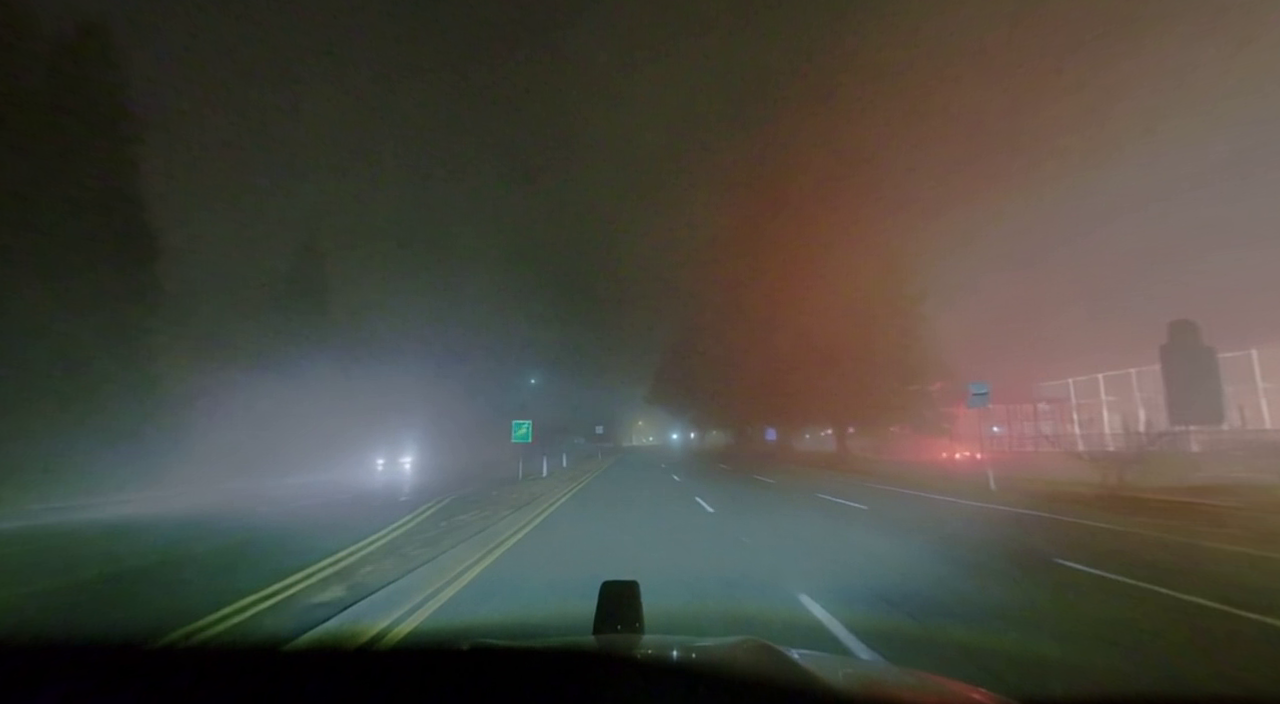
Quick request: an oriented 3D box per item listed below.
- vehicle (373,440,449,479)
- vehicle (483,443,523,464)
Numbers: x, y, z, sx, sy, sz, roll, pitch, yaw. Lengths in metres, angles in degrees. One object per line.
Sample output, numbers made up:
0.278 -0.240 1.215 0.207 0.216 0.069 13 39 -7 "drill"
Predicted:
-10.688 5.032 29.863 1.923 1.702 4.387 0 -8 1 "vehicle"
-10.646 7.910 49.439 1.916 1.593 5.012 0 -8 0 "vehicle"
